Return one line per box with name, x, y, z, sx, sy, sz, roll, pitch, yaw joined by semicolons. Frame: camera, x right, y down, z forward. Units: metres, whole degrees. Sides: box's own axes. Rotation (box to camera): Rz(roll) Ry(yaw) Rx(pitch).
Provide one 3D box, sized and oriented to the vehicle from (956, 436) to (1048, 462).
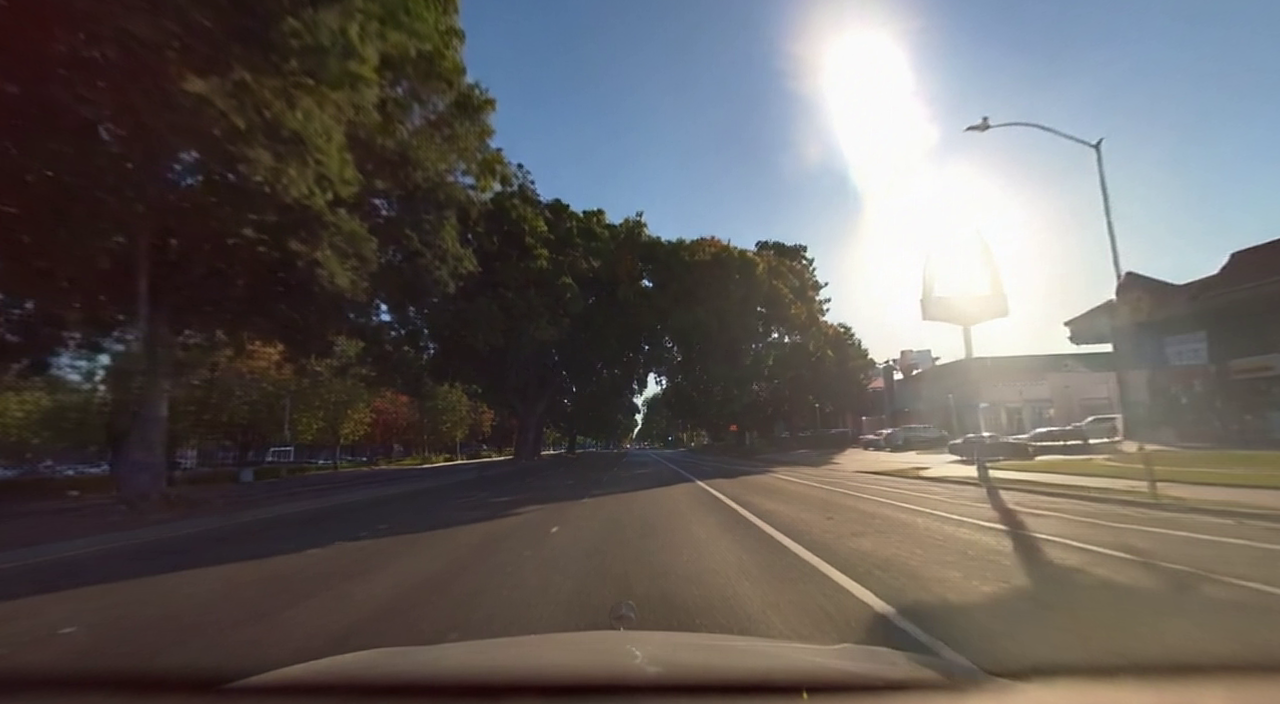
vehicle;22.250;5.952;38.913;4.373;1.532;2.071;0;-8;-1
